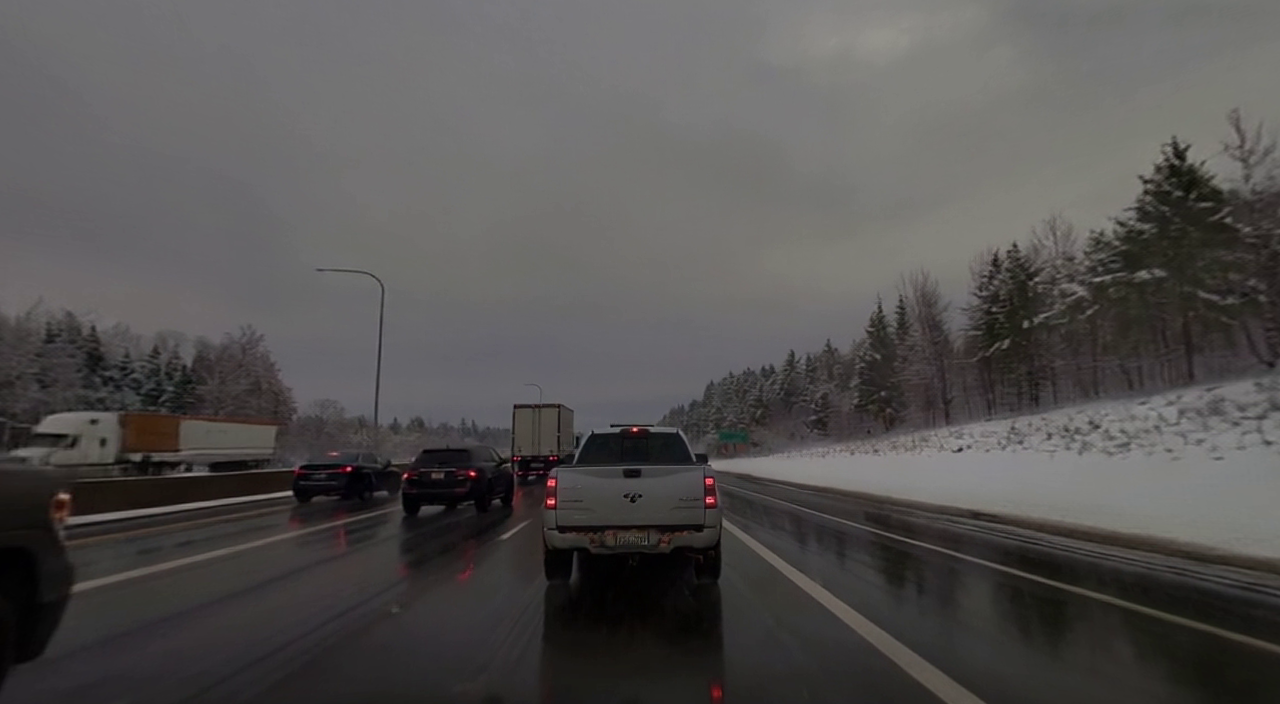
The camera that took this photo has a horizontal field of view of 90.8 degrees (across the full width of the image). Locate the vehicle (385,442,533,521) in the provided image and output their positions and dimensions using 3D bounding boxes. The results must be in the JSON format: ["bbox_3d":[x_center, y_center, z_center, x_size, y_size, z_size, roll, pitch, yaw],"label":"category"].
[{"bbox_3d":[-3.896,2.851,14.481,1.986,1.501,4.407,-1,-9,1],"label":"vehicle"}]

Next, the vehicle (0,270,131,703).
[{"bbox_3d":[-3.914,0.438,1.089,2.055,2.144,4.782,0,-9,-1],"label":"vehicle"}]

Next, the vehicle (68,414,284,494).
[{"bbox_3d":[-23.141,5.251,32.775,2.735,3.428,11.168,0,-9,0],"label":"vehicle"}]

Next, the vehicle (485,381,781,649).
[{"bbox_3d":[-0.090,1.361,6.062,1.995,1.798,3.380,0,-9,-1],"label":"vehicle"}]

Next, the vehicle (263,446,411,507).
[{"bbox_3d":[-8.210,3.393,17.693,1.874,1.470,4.576,0,-9,0],"label":"vehicle"}]
